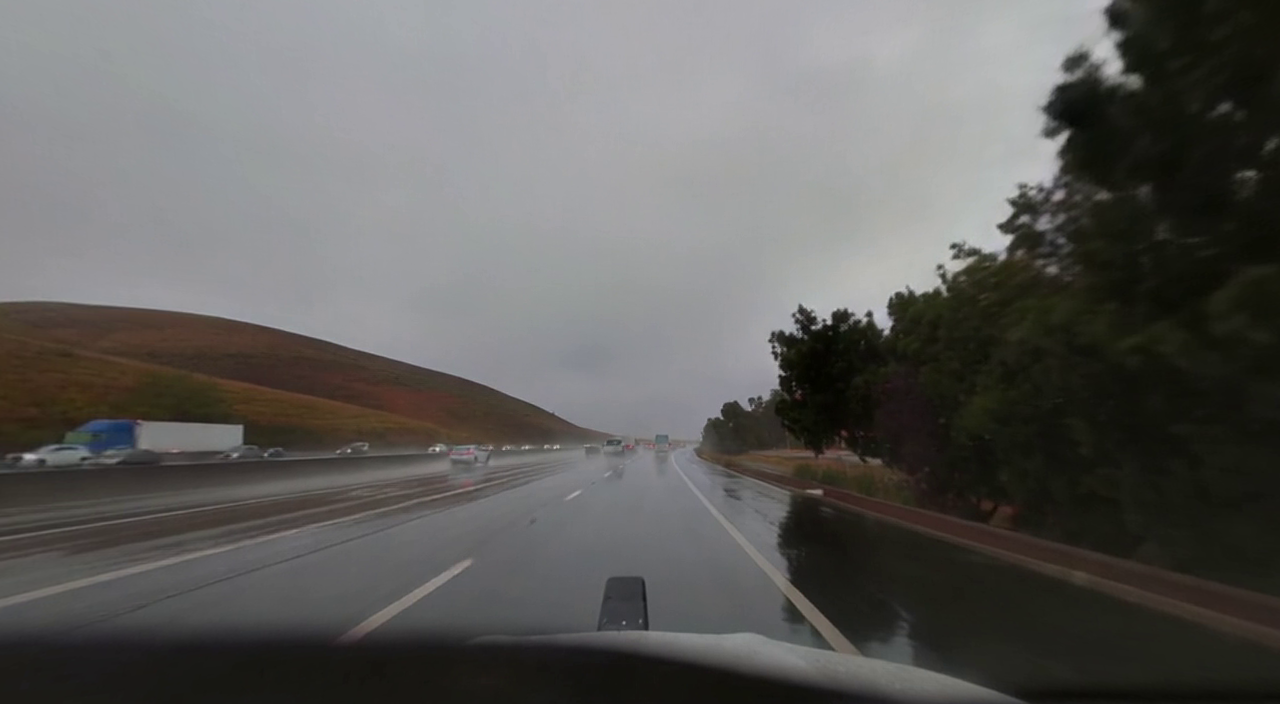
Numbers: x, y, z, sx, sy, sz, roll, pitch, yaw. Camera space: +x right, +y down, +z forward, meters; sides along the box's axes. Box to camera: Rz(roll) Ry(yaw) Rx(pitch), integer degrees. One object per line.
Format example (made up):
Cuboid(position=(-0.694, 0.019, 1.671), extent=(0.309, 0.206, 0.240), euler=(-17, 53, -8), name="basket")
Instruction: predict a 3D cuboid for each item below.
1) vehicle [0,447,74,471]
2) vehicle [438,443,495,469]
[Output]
Cuboid(position=(-42.032, 7.286, 43.242), extent=(1.722, 1.465, 4.952), euler=(0, -8, 3), name="vehicle")
Cuboid(position=(-10.131, 6.103, 37.188), extent=(1.927, 1.454, 4.395), euler=(0, -8, 3), name="vehicle")
